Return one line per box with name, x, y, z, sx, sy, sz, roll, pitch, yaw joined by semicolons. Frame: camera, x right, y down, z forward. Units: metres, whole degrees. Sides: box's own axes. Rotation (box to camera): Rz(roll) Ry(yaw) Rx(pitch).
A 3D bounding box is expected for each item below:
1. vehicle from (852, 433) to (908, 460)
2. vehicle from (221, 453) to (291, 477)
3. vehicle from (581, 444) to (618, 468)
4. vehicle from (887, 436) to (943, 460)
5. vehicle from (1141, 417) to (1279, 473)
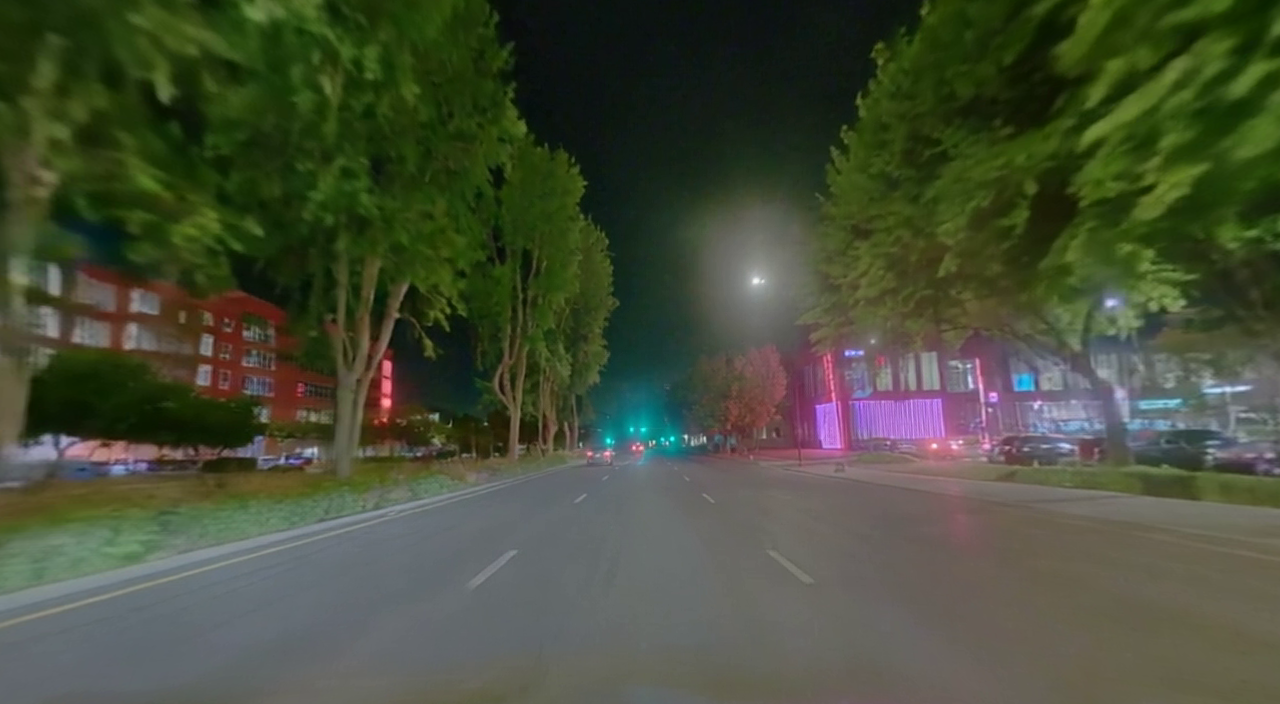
vehicle;17.386;6.883;45.908;2.038;1.827;4.870;0;-8;-2
vehicle;-27.324;8.026;45.029;1.910;1.498;4.703;-1;-8;2
vehicle;-2.615;6.840;41.787;2.082;1.460;4.442;0;-8;1
vehicle;20.010;6.968;46.068;2.074;1.607;4.465;-2;-8;1
vehicle;17.797;2.757;18.735;4.084;1.547;1.957;0;-8;-1
